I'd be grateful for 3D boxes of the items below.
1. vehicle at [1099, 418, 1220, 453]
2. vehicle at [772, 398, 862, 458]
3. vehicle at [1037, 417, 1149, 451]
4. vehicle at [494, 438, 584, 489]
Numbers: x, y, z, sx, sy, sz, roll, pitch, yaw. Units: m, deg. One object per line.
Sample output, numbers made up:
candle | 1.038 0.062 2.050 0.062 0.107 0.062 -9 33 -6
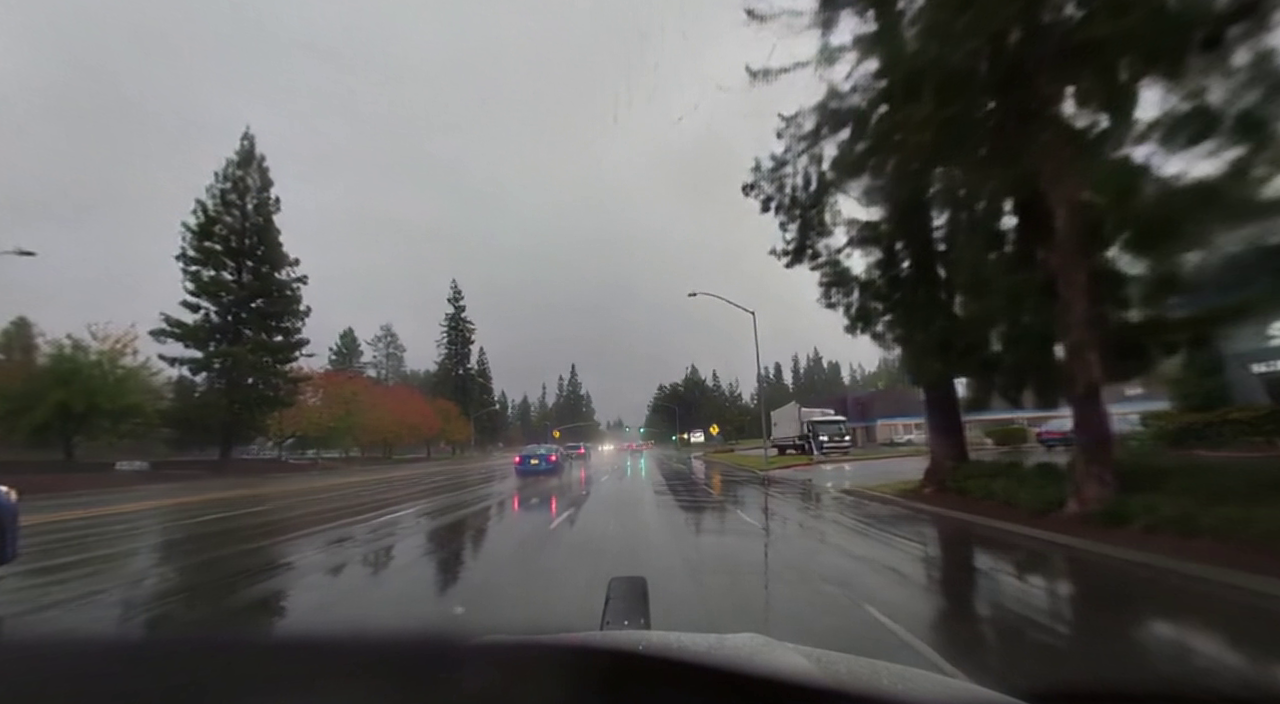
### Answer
vehicle | 25.279 4.092 30.765 4.222 1.450 1.766 -3 -8 0
vehicle | 12.206 5.582 44.879 2.995 3.704 10.928 0 -9 -1
vehicle | 25.341 4.600 35.365 4.643 1.852 1.978 0 -9 0
vehicle | -3.182 3.637 20.877 2.152 1.479 4.394 0 -9 2
